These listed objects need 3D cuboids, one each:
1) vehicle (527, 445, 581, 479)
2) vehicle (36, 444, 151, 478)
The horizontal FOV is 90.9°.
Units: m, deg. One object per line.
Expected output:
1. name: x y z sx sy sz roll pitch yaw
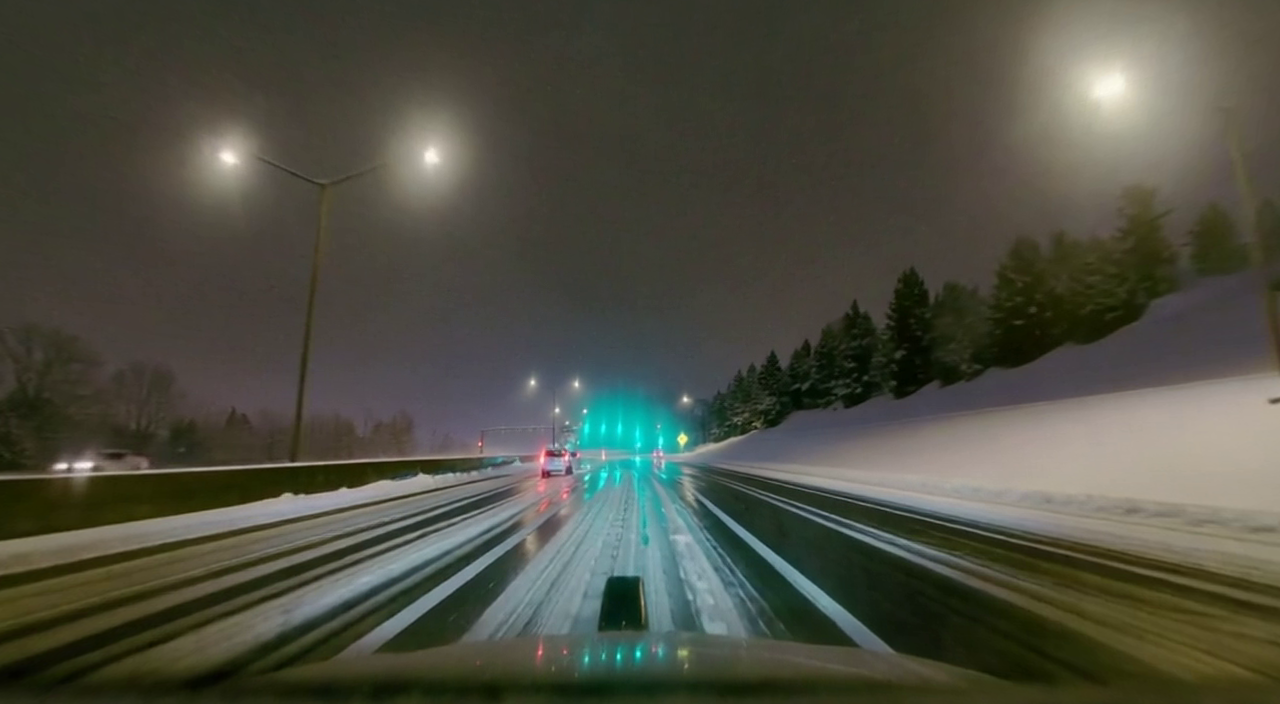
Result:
1. vehicle: -4.080 5.277 30.537 2.014 1.481 4.156 -1 -8 1
2. vehicle: -29.555 5.894 34.355 2.013 1.695 4.746 -1 -8 0
